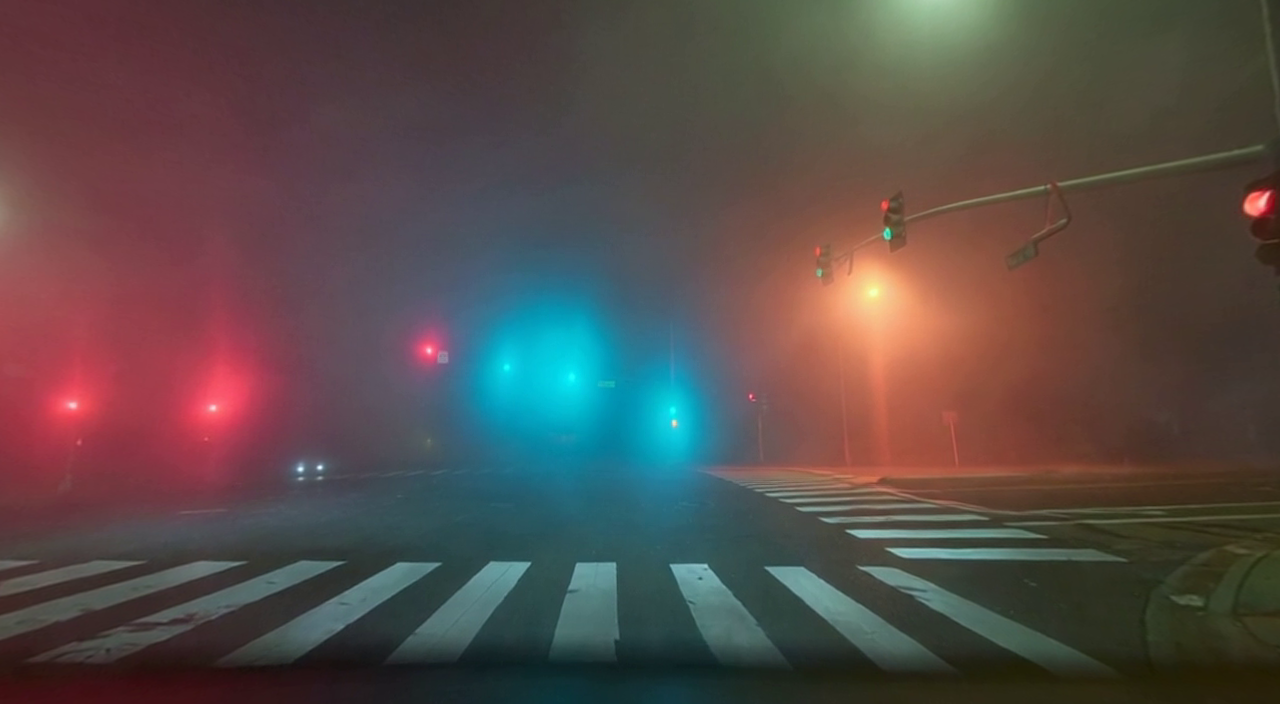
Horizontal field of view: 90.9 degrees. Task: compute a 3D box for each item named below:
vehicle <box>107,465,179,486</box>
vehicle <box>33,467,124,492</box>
[{"bbox_3d":[-35.908,8.926,45.584,3.681,1.423,1.680,0,-8,0],"label":"vehicle"},{"bbox_3d":[-36.141,8.212,40.605,4.241,1.413,1.673,-1,-8,-1],"label":"vehicle"}]
